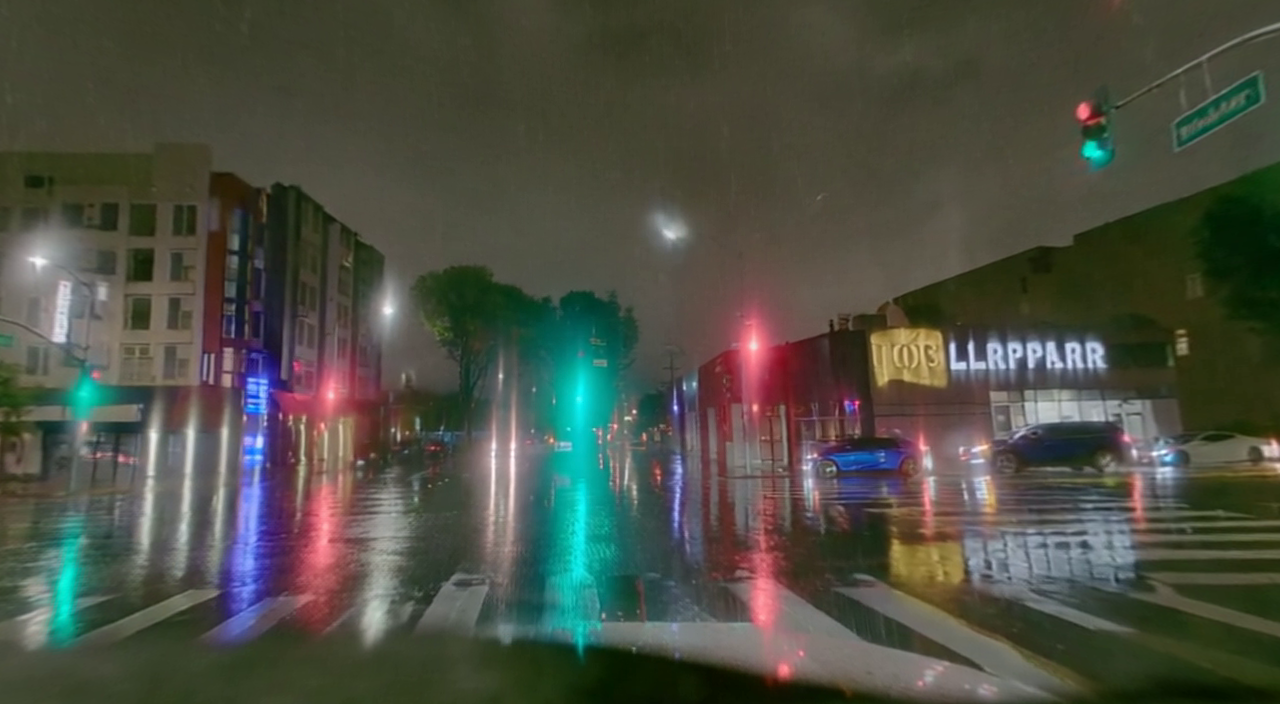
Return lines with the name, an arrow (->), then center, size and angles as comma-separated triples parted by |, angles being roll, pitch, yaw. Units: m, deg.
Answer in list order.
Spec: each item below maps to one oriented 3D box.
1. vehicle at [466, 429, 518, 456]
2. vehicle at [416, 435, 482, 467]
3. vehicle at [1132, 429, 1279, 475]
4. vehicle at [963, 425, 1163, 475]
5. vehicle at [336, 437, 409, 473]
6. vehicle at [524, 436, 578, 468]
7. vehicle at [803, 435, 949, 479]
vehicle -> -9.880, 6.111, 42.585 | 2.181, 1.723, 4.692 | -1, -8, 3
vehicle -> -9.772, 5.092, 32.674 | 2.119, 1.485, 4.472 | 0, -8, -1
vehicle -> 20.161, 3.422, 21.738 | 4.782, 1.455, 1.936 | 0, -8, -1
vehicle -> 14.604, 3.429, 22.115 | 5.420, 1.609, 2.063 | -1, -8, 2
vehicle -> -14.351, 5.534, 34.169 | 1.933, 1.461, 4.393 | -5, -5, 1
vehicle -> -4.451, 5.054, 32.178 | 1.892, 1.481, 4.365 | -1, -8, 3
vehicle -> 8.251, 3.699, 22.409 | 4.426, 1.446, 1.795 | -1, -8, 1
